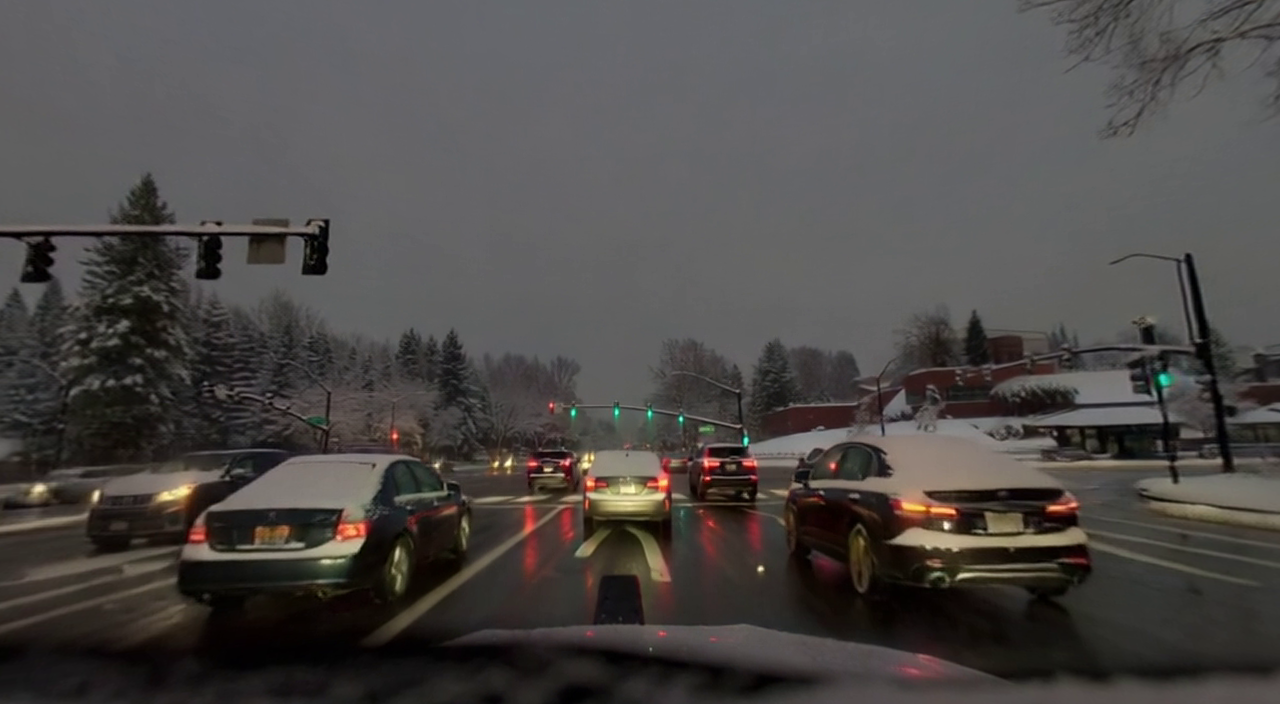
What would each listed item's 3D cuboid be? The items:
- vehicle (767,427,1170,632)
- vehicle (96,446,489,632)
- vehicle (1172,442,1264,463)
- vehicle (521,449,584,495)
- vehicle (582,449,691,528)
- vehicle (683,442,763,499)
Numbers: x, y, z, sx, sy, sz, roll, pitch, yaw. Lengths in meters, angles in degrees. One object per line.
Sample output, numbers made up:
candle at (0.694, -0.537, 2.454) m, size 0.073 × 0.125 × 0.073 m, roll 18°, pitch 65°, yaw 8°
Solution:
vehicle at (3.061, 1.745, 7.431) m, size 1.996 × 1.566 × 4.917 m, roll 0°, pitch -8°, yaw -1°
vehicle at (-3.329, 1.836, 7.371) m, size 2.045 × 1.463 × 4.490 m, roll 0°, pitch -8°, yaw 0°
vehicle at (40.013, 6.947, 43.808) m, size 4.644 × 1.430 × 1.781 m, roll 0°, pitch -9°, yaw -1°
vehicle at (-3.571, 4.964, 26.498) m, size 2.033 × 1.714 × 4.278 m, roll 0°, pitch -8°, yaw 0°
vehicle at (-0.107, 2.941, 14.211) m, size 2.098 × 1.461 × 3.958 m, roll 0°, pitch -8°, yaw -1°
vehicle at (2.805, 4.122, 22.490) m, size 2.138 × 1.778 × 4.422 m, roll 0°, pitch -8°, yaw -1°
